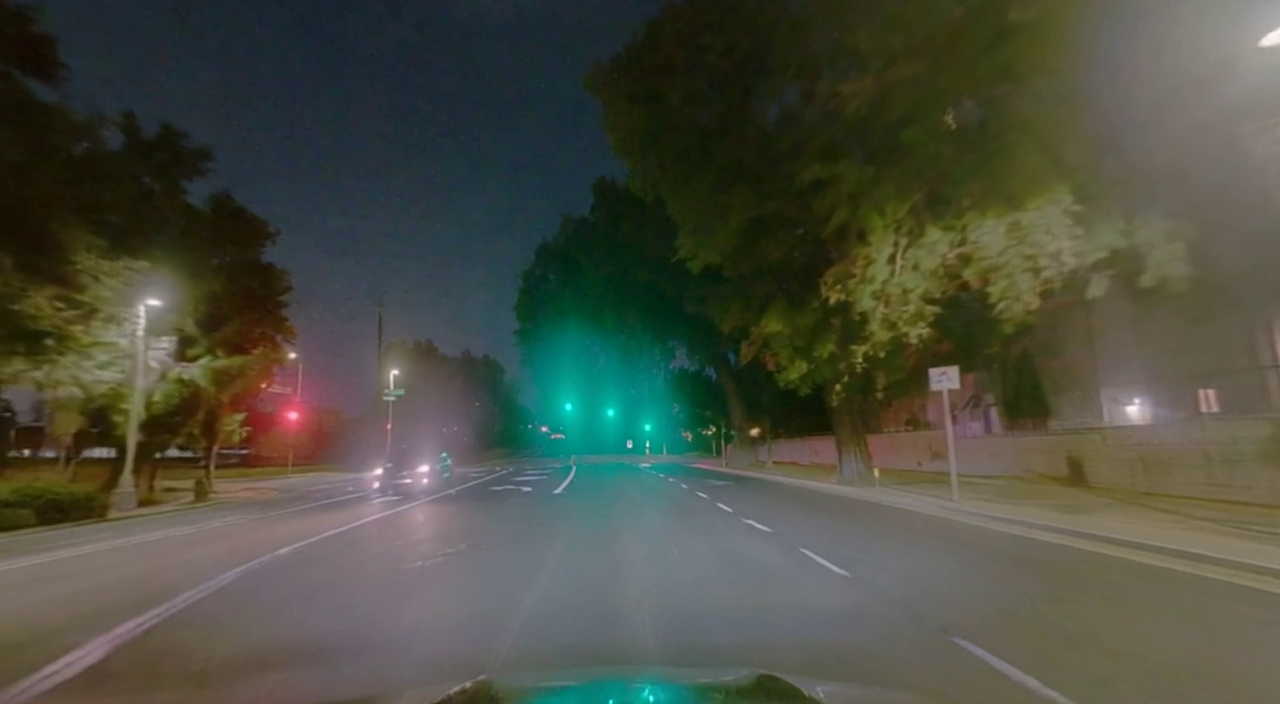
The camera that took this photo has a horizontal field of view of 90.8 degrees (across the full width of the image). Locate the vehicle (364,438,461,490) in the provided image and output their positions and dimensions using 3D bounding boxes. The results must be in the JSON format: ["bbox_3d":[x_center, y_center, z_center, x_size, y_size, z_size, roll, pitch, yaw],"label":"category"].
[{"bbox_3d":[-8.559,4.231,24.247,2.175,1.796,4.605,0,-9,-3],"label":"vehicle"}]
